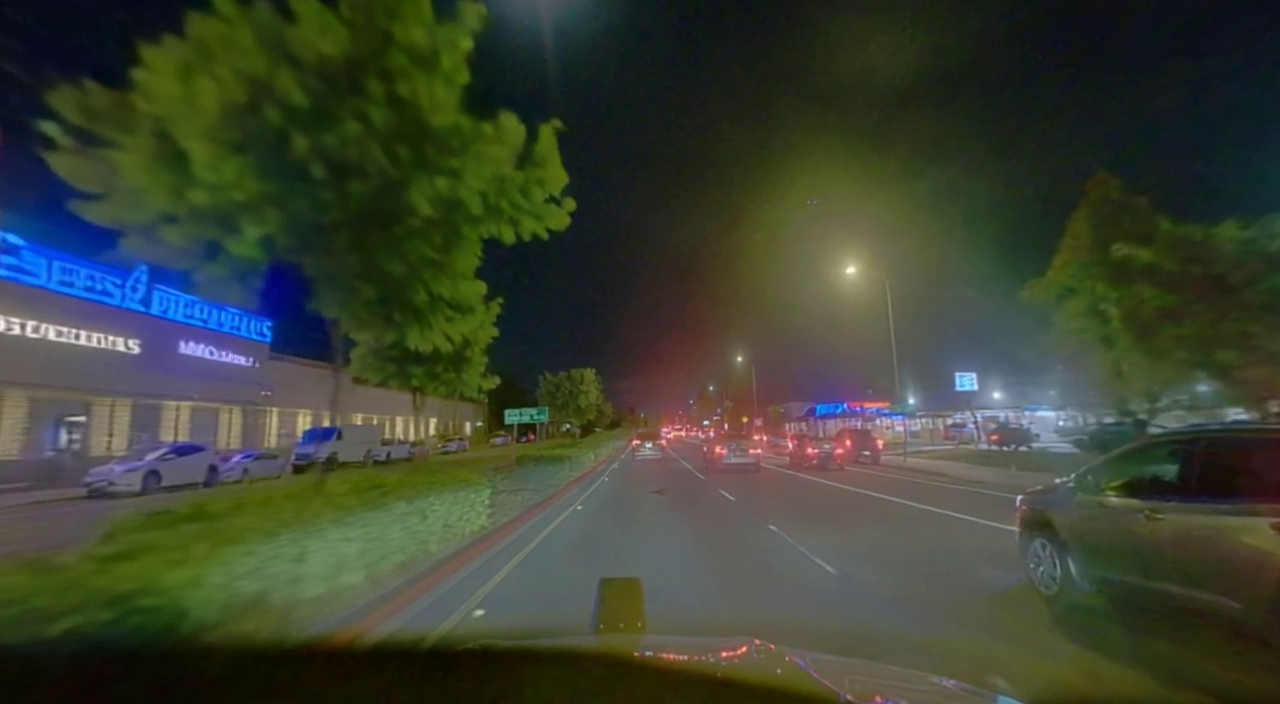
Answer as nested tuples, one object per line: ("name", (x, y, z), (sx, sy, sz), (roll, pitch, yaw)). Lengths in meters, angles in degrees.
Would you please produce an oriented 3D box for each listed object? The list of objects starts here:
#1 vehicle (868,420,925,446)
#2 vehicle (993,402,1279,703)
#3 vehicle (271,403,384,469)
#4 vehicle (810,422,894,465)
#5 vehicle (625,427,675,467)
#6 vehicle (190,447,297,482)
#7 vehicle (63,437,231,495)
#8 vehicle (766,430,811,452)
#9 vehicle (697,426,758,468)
("vehicle", (18.699, 5.973, 46.009), (1.981, 1.815, 4.953), (0, -8, -2))
("vehicle", (3.756, 0.945, 2.652), (1.908, 1.463, 4.506), (0, -8, 0))
("vehicle", (-18.599, 5.120, 38.025), (2.811, 3.604, 7.566), (0, -8, 1))
("vehicle", (10.507, 4.622, 31.651), (2.318, 1.974, 5.282), (0, -8, 0))
("vehicle", (0.444, 4.245, 28.121), (2.098, 1.682, 3.778), (0, -8, 1))
("vehicle", (-18.832, 5.325, 30.156), (1.883, 1.488, 5.224), (0, -8, -2))
("vehicle", (-18.821, 4.342, 24.431), (2.286, 1.968, 5.350), (0, -8, -2))
("vehicle", (10.882, 6.589, 46.391), (2.110, 1.535, 4.506), (0, -8, -2))
("vehicle", (3.782, 4.205, 27.907), (2.115, 1.692, 4.189), (0, -8, 0))
